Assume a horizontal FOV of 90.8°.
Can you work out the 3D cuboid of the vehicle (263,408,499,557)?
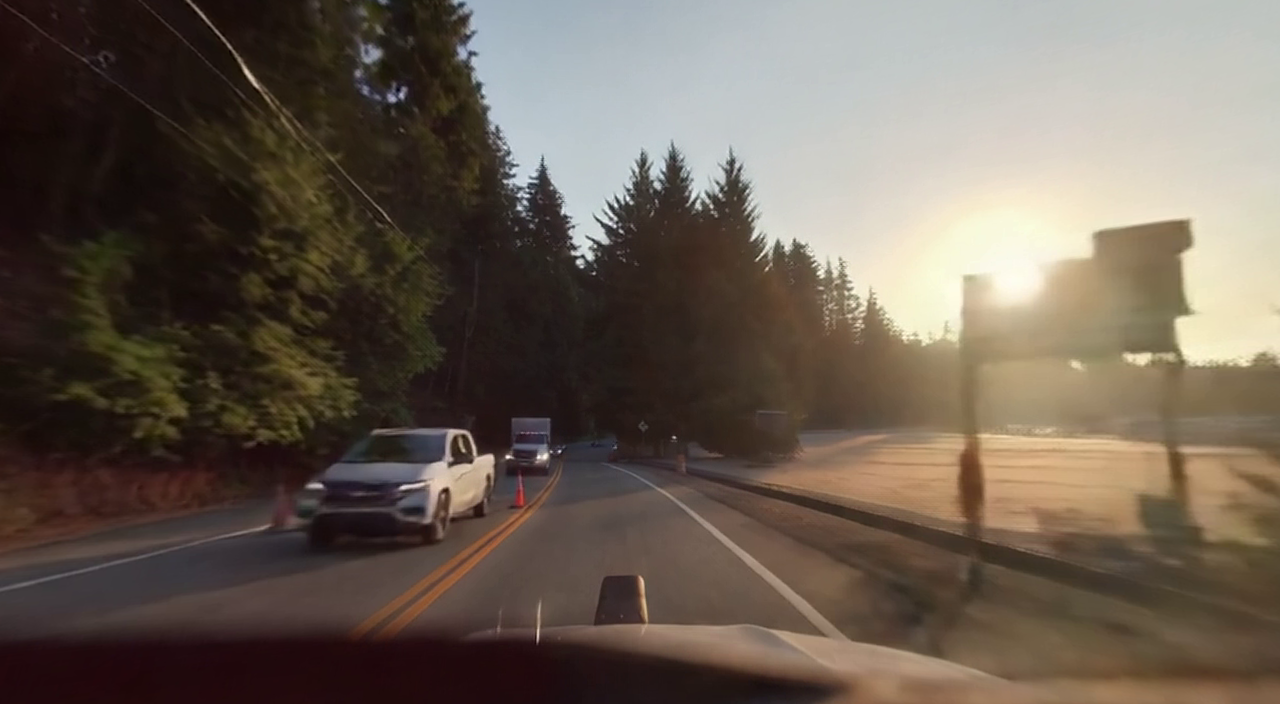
[{"bbox_3d":[-3.653,1.916,10.001,2.057,1.792,4.457,1,-8,-4],"label":"vehicle"}]

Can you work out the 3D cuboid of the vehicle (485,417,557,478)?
[{"bbox_3d":[-5.660,4.700,31.231,2.939,2.556,8.664,1,-8,-8],"label":"vehicle"}]
